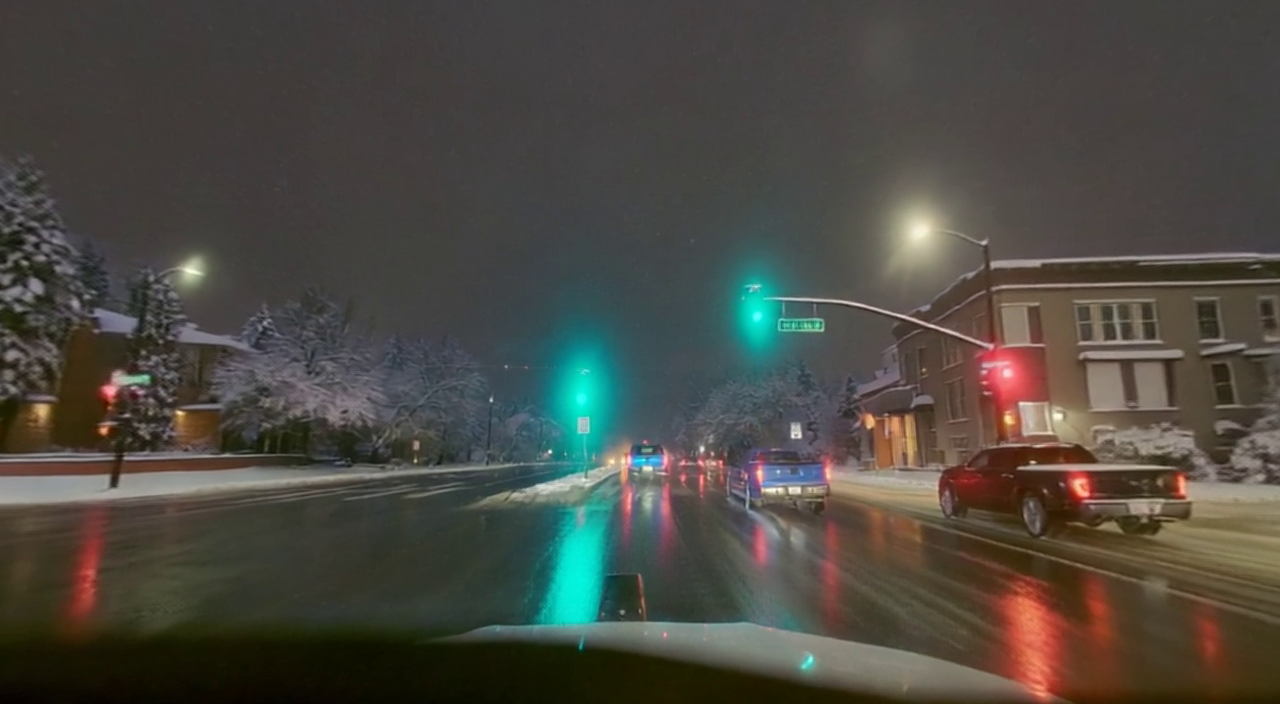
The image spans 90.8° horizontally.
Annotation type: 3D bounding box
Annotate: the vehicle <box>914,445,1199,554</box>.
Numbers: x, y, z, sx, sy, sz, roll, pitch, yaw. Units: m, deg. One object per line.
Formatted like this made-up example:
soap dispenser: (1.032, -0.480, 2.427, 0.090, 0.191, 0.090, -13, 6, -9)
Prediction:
vehicle: (6.717, 2.369, 11.010, 1.855, 1.469, 4.598, 0, -9, 0)

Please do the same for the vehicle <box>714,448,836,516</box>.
vehicle: (3.245, 3.227, 16.225, 2.057, 1.463, 4.365, 0, -9, -1)

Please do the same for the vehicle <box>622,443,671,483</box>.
vehicle: (0.349, 5.659, 32.588, 2.344, 1.883, 4.572, 0, -9, 1)

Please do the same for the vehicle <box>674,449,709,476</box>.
vehicle: (3.554, 7.718, 44.464, 2.013, 1.742, 4.424, 0, -9, 0)
